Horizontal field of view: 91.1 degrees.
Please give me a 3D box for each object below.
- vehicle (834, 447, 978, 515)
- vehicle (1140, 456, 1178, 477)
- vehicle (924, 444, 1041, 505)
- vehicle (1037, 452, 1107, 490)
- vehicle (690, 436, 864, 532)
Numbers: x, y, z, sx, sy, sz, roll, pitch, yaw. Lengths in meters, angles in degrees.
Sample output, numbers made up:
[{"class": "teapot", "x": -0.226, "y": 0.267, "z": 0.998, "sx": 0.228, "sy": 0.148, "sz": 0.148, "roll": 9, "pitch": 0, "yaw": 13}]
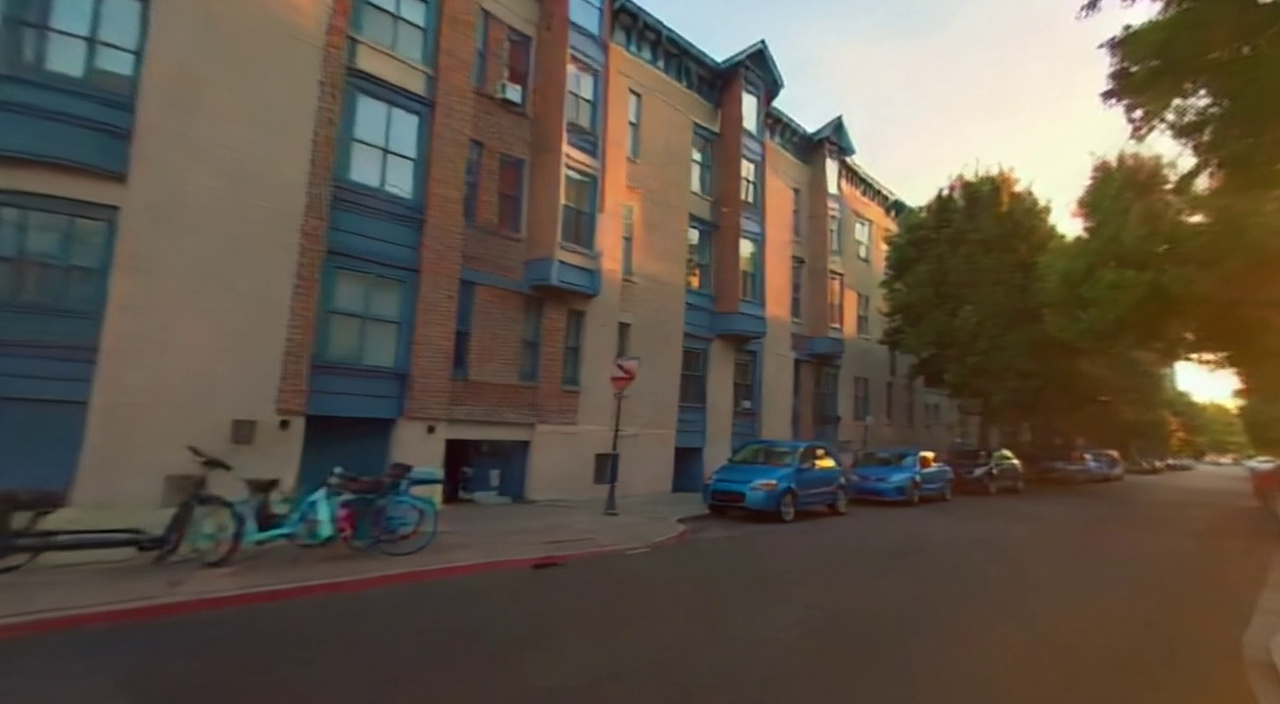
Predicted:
[{"class": "vehicle", "x": 6.875, "y": 3.174, "z": 16.010, "sx": 4.294, "sy": 1.427, "sz": 1.830, "roll": 8, "pitch": -11, "yaw": -44}, {"class": "vehicle", "x": 41.228, "y": 9.028, "z": 49.907, "sx": 3.801, "sy": 1.473, "sz": 1.841, "roll": 8, "pitch": -11, "yaw": -44}, {"class": "vehicle", "x": 10.747, "y": 3.704, "z": 19.600, "sx": 4.302, "sy": 1.629, "sz": 1.942, "roll": 8, "pitch": -11, "yaw": -44}, {"class": "vehicle", "x": 19.568, "y": 5.301, "z": 28.423, "sx": 1.840, "sy": 1.493, "sz": 3.761, "roll": -7, "pitch": -11, "yaw": 44}, {"class": "vehicle", "x": 2.706, "y": 2.405, "z": 12.071, "sx": 1.719, "sy": 1.519, "sz": 3.414, "roll": -6, "pitch": -10, "yaw": 43}]
